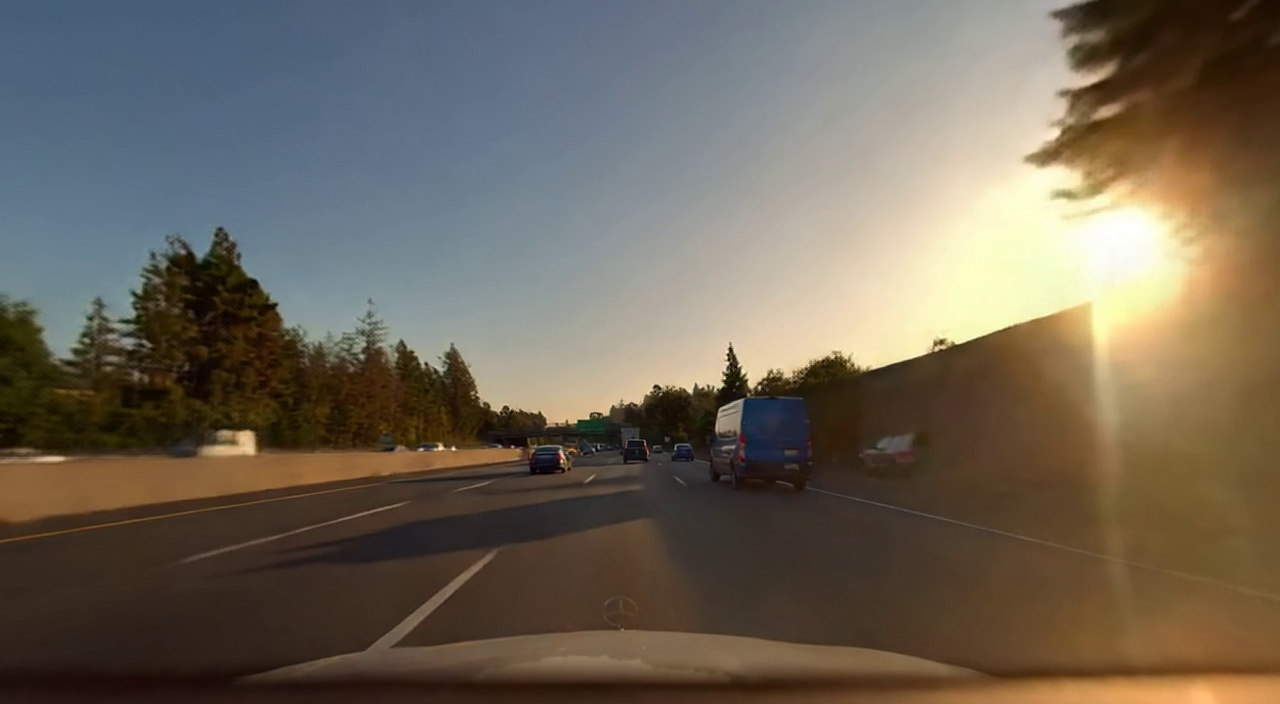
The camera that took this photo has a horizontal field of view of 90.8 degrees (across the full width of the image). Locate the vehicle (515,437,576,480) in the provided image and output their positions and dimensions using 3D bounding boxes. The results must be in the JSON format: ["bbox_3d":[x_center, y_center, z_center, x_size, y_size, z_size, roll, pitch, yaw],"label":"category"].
[{"bbox_3d":[-4.092,4.680,28.008,2.023,1.709,4.263,0,-8,0],"label":"vehicle"}]

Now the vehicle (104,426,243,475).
[{"bbox_3d":[-17.071,3.635,23.424,2.108,1.660,4.008,0,-8,-1],"label":"vehicle"}]

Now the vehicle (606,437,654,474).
[{"bbox_3d":[-0.540,5.339,32.817,2.297,1.783,4.355,0,-8,-1],"label":"vehicle"}]

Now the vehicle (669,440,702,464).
[{"bbox_3d":[3.529,7.835,49.510,2.160,1.759,4.214,0,-8,-2],"label":"vehicle"}]

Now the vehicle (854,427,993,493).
[{"bbox_3d":[9.523,3.674,21.890,2.344,1.967,5.275,0,-8,0],"label":"vehicle"}]

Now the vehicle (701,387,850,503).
[{"bbox_3d":[3.501,2.650,18.177,2.631,2.709,6.496,0,-8,-2],"label":"vehicle"}]
